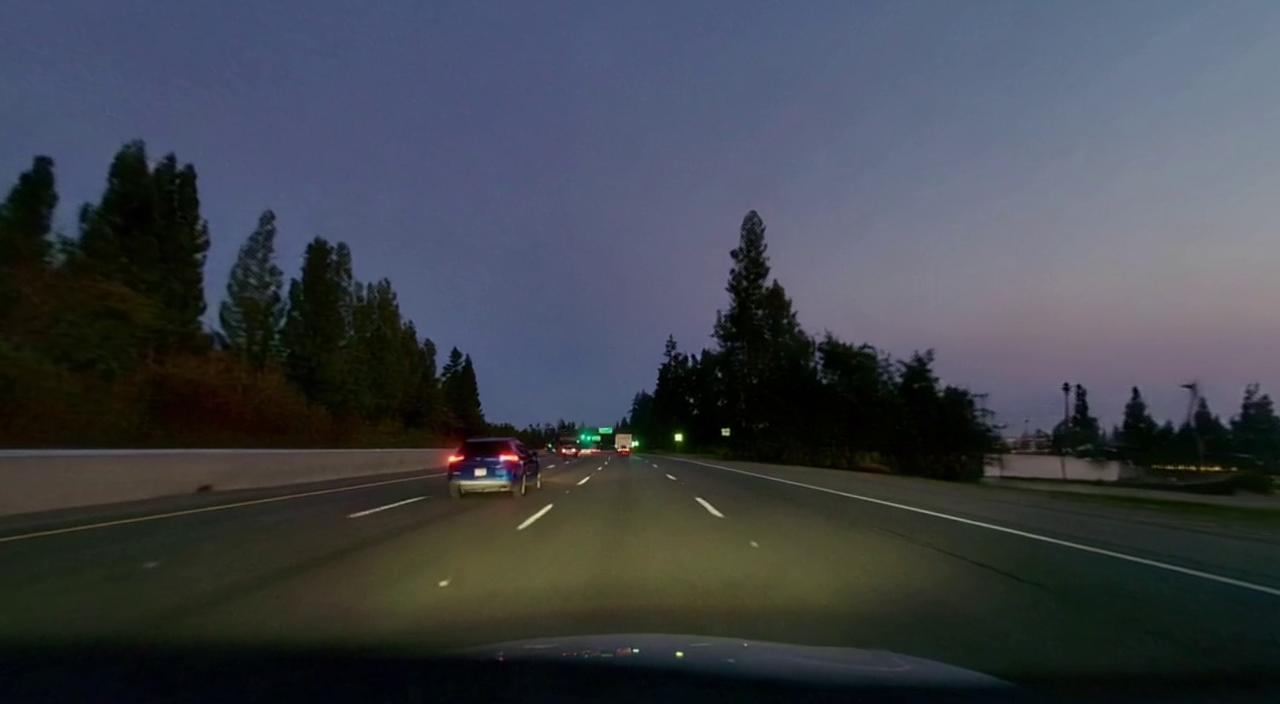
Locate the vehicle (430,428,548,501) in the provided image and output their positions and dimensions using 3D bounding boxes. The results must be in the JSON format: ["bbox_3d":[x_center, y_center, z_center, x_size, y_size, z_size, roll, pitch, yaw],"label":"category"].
[{"bbox_3d":[-3.963,3.031,17.451,2.162,1.724,4.537,0,-8,0],"label":"vehicle"}]
